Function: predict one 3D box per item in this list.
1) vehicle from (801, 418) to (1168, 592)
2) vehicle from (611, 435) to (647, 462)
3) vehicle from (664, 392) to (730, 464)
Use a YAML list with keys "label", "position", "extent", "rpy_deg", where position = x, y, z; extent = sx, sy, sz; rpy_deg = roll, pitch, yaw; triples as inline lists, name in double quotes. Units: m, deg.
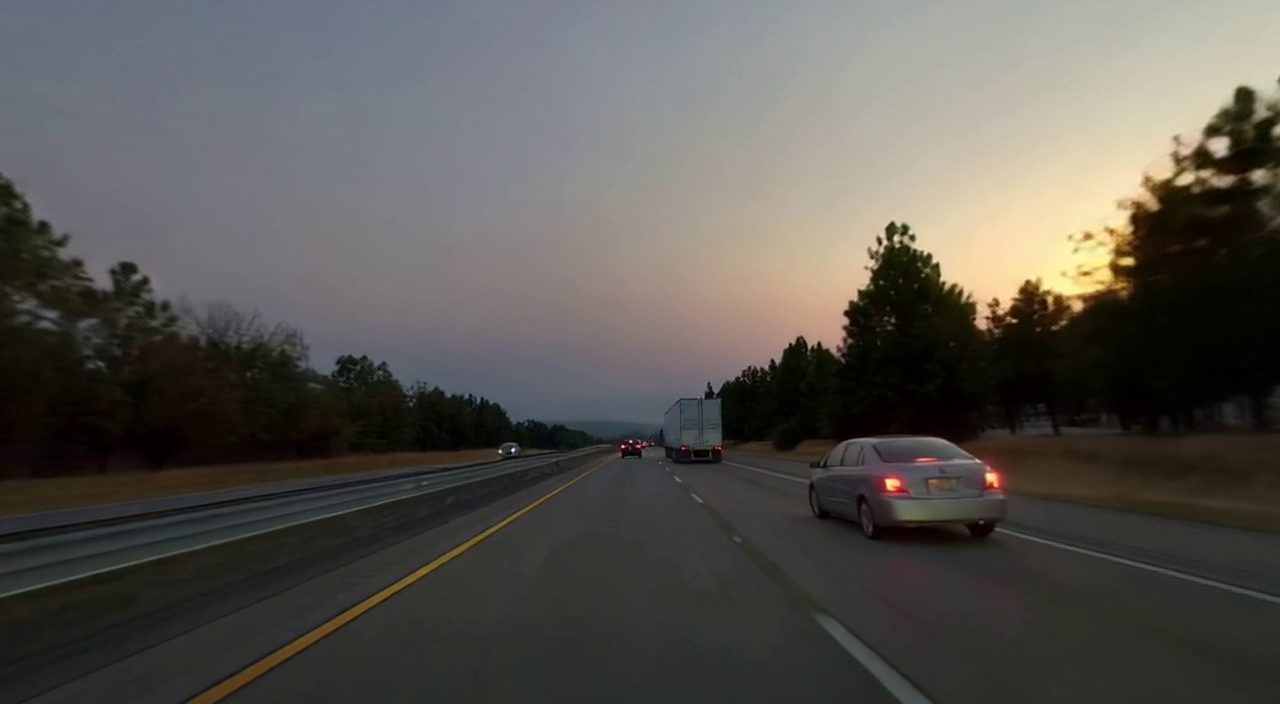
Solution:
- label: "vehicle"
  position: [3.638, 1.655, 7.822]
  extent: [2.072, 1.534, 4.300]
  rpy_deg: [0, -8, -1]
- label: "vehicle"
  position: [-0.700, 6.232, 40.926]
  extent: [2.192, 1.623, 4.887]
  rpy_deg: [0, -8, 0]
- label: "vehicle"
  position: [3.455, 5.197, 42.231]
  extent: [2.919, 4.004, 13.911]
  rpy_deg: [0, -8, -1]
